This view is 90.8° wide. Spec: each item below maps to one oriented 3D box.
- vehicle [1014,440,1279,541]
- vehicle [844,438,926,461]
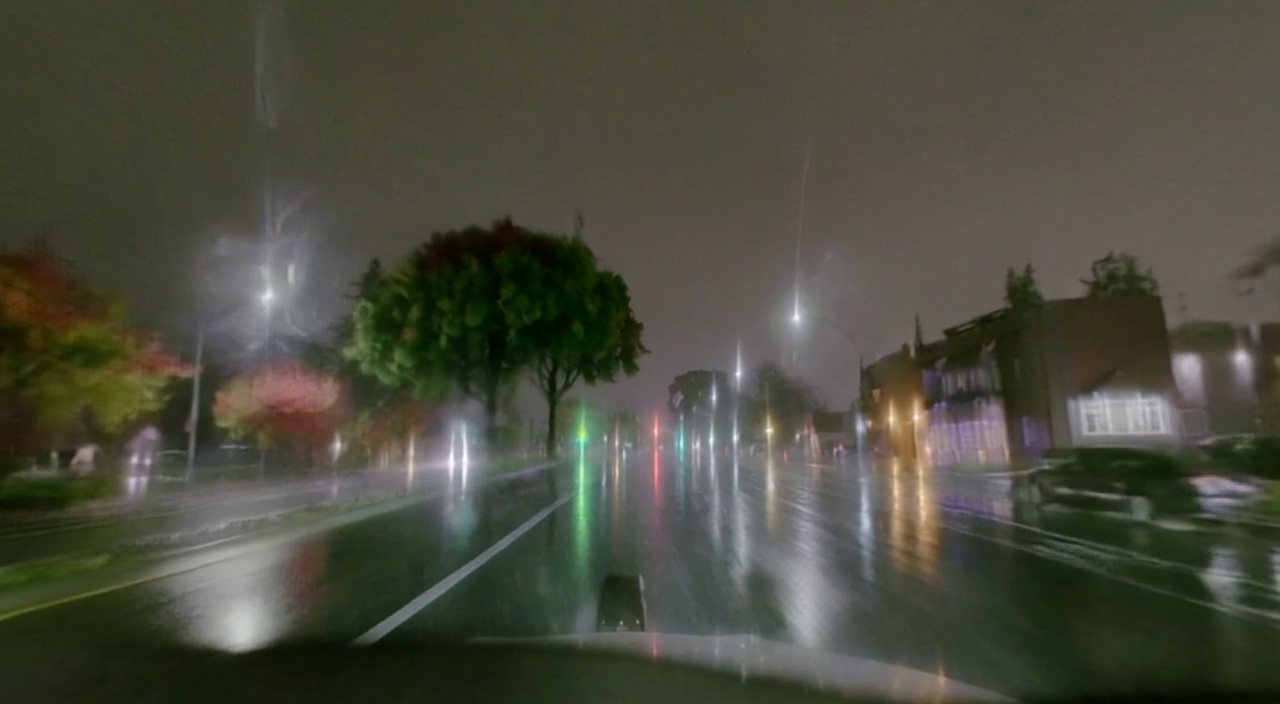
[{"bbox_3d":[9.563,2.498,12.110,2.076,1.547,4.398,0,-9,0],"label":"vehicle"},{"bbox_3d":[16.272,6.502,42.048,4.592,1.472,2.009,0,-9,0],"label":"vehicle"}]
